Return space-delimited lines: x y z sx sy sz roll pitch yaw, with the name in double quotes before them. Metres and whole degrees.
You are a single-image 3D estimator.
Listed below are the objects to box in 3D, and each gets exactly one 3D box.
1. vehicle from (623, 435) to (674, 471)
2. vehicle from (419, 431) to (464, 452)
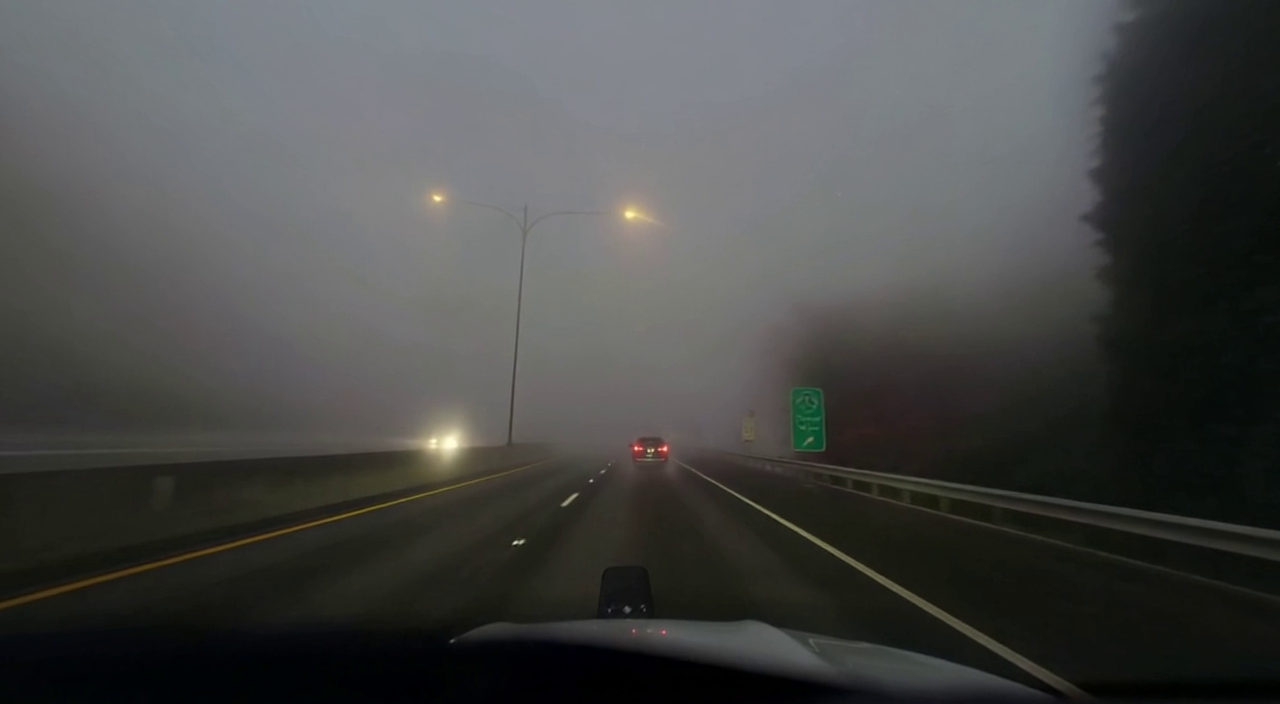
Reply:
"vehicle" 0.369 4.535 28.466 2.130 1.512 4.057 0 -8 0
"vehicle" -15.031 6.796 47.831 1.880 1.535 4.651 1 -8 0
